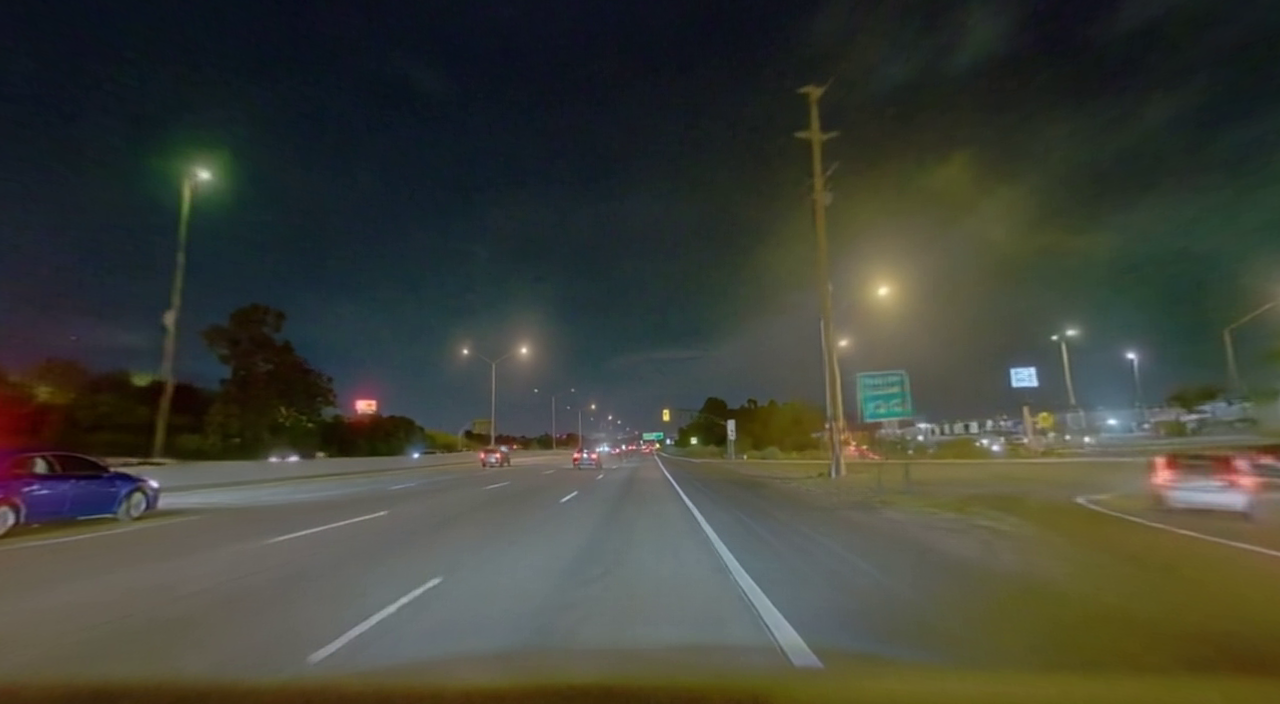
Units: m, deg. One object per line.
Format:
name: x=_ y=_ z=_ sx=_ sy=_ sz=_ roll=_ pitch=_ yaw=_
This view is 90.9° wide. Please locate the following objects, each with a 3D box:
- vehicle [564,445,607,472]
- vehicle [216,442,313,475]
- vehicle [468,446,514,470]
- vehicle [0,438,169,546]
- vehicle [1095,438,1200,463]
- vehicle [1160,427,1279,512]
vehicle: x=-3.121 y=6.248 z=37.089 sx=2.050 sy=1.479 sz=4.342 roll=0 pitch=-9 yaw=1
vehicle: x=-22.412 y=6.395 z=38.038 sx=2.197 sy=1.815 sz=5.802 roll=0 pitch=-9 yaw=1
vehicle: x=-9.809 y=7.012 z=41.794 sx=1.930 sy=1.490 sz=3.955 roll=0 pitch=-9 yaw=1
vehicle: x=-10.191 y=2.116 z=9.747 sx=2.002 sy=1.526 sz=4.822 roll=0 pitch=-9 yaw=1
vehicle: x=32.992 y=6.453 z=41.186 sx=4.798 sy=1.545 sz=2.042 roll=-3 pitch=-9 yaw=18
vehicle: x=14.985 y=2.833 z=15.630 sx=2.127 sy=1.815 sz=4.777 roll=-4 pitch=-10 yaw=27
